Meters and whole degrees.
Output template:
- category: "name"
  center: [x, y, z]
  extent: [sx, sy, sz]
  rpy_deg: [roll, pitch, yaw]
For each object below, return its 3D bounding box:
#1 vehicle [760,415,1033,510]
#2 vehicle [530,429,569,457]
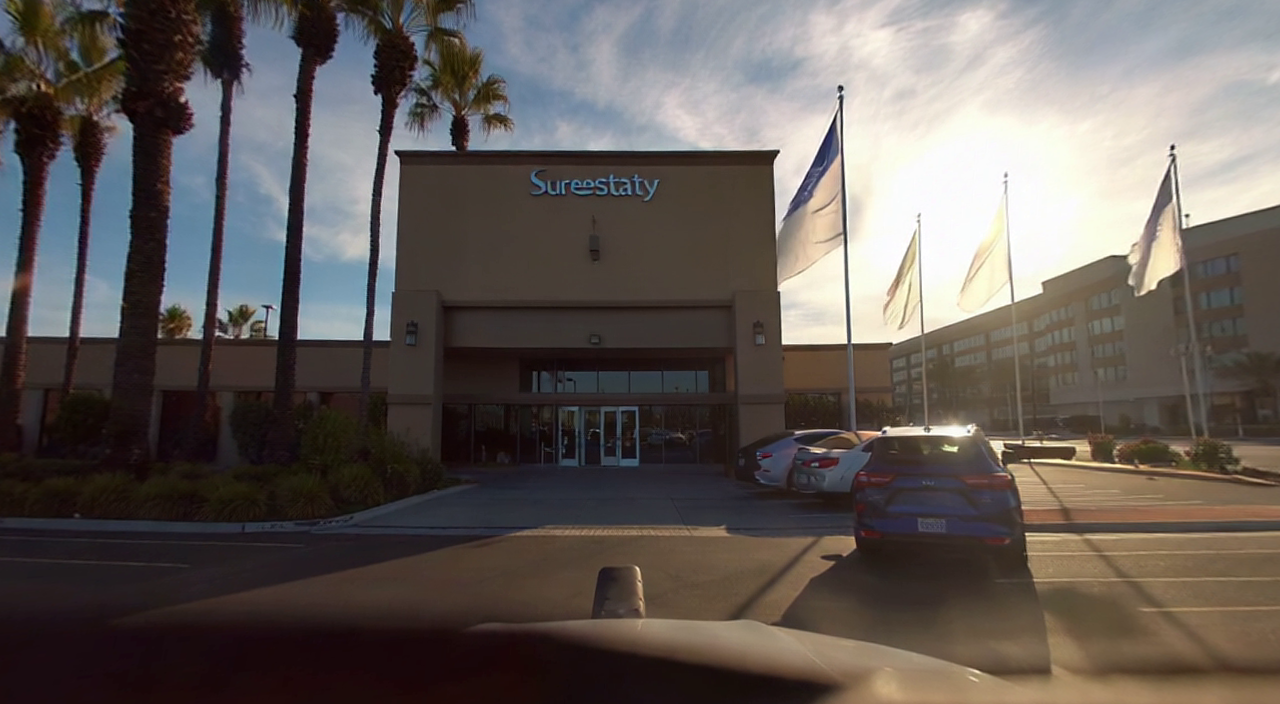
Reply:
- category: "vehicle"
  center: [4.884, 2.176, 12.566]
  extent: [4.567, 1.723, 1.926]
  rpy_deg: [0, -8, 0]
- category: "vehicle"
  center: [-6.586, 6.696, 46.306]
  extent: [1.943, 1.890, 4.472]
  rpy_deg: [-2, -8, 3]
